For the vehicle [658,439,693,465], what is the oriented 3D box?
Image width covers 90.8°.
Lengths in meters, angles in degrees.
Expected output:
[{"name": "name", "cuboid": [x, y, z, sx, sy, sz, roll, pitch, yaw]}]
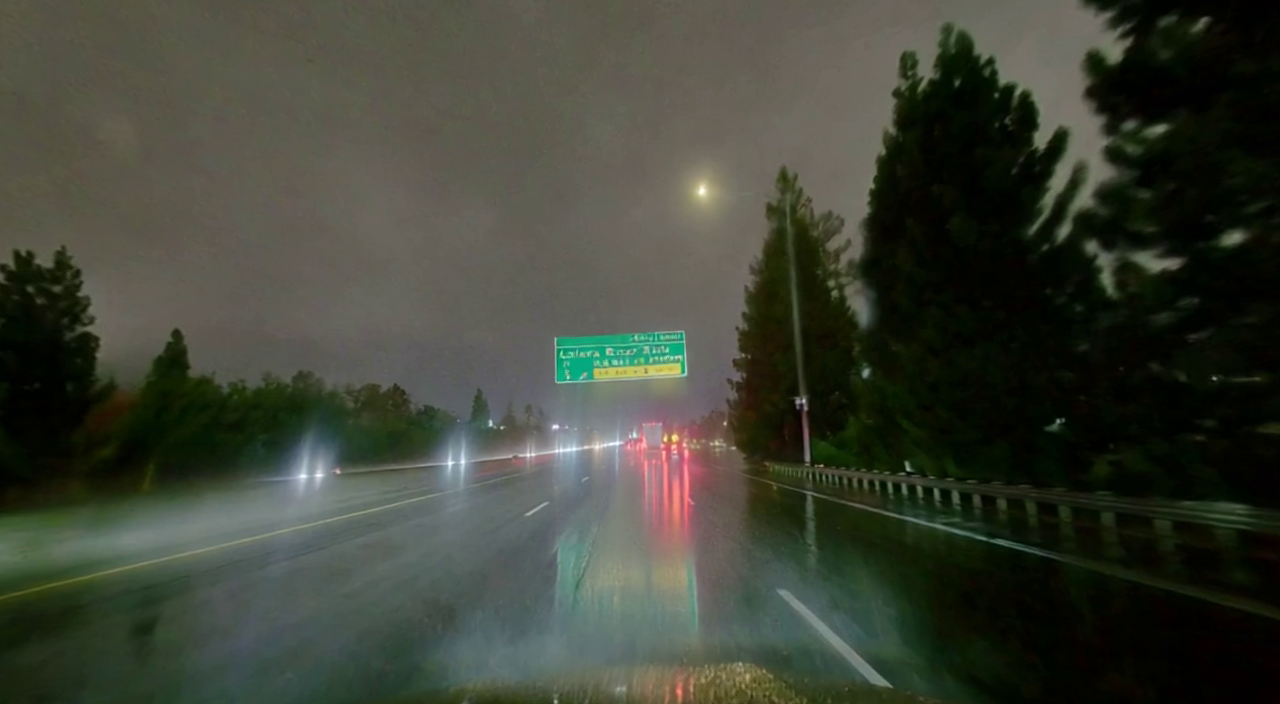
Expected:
[{"name": "vehicle", "cuboid": [2.447, 7.036, 44.562, 2.065, 1.760, 4.488, 0, -8, -2]}]
